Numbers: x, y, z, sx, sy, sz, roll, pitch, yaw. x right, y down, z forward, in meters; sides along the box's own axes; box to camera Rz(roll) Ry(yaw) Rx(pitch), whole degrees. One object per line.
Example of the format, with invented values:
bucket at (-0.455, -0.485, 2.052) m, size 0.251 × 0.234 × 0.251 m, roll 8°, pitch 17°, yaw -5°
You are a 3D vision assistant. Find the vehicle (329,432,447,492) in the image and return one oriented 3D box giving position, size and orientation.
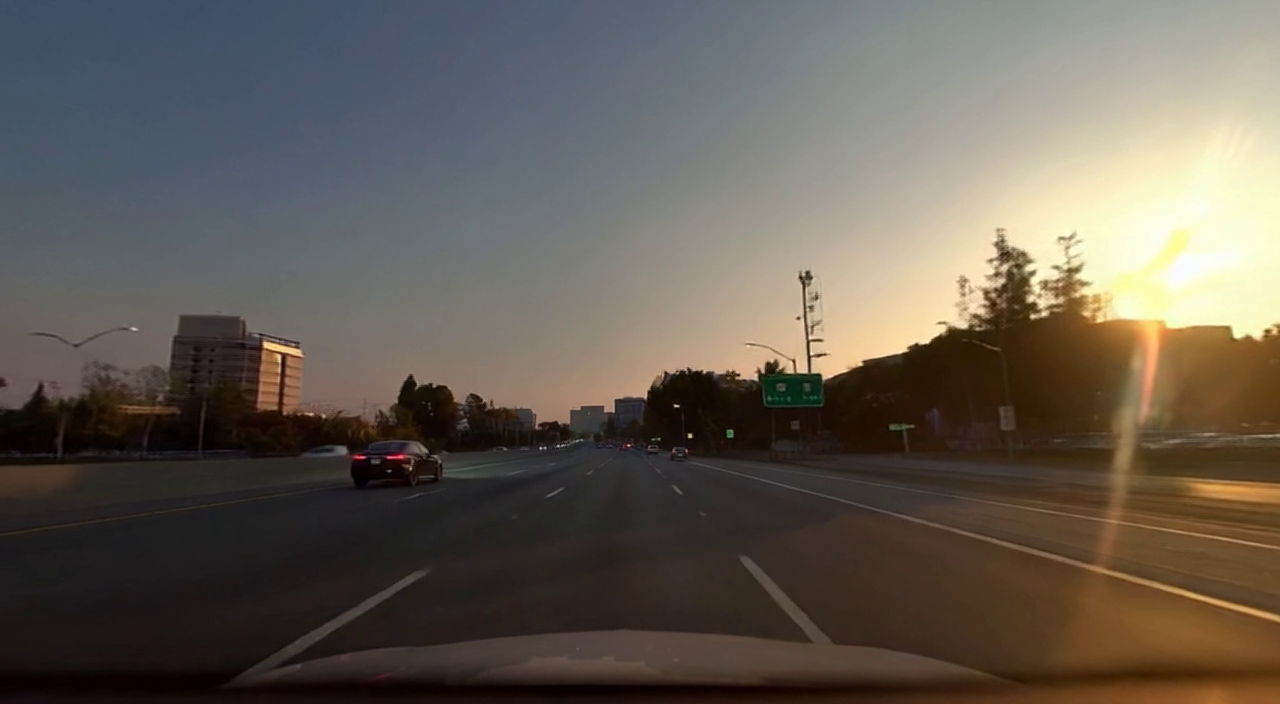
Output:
vehicle at (-8.052, 3.559, 20.714) m, size 2.089 × 1.724 × 4.327 m, roll 0°, pitch -9°, yaw -1°
